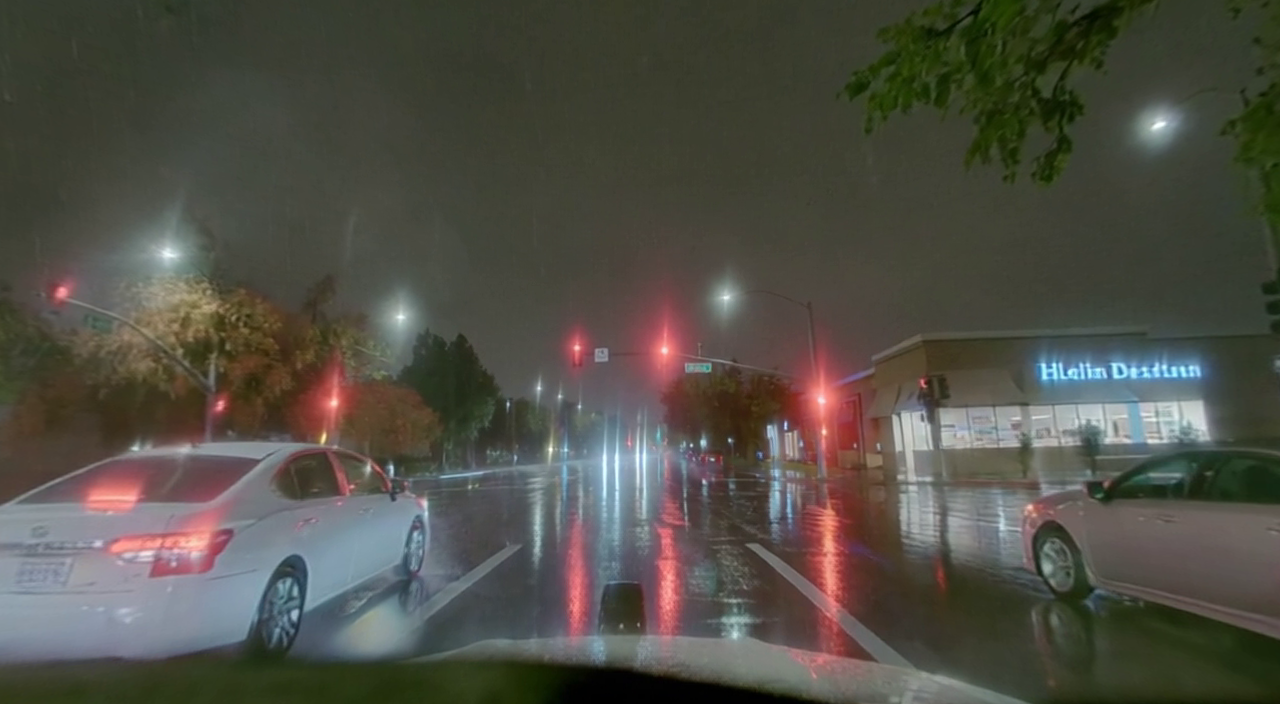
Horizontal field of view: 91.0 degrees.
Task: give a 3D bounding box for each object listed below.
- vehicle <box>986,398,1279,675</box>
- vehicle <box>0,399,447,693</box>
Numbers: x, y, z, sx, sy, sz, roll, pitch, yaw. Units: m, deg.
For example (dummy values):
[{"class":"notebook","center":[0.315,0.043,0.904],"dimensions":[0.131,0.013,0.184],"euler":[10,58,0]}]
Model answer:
[{"class":"vehicle","center":[4.902,1.260,4.746],"dimensions":[2.039,1.655,4.495],"euler":[0,-9,1]},{"class":"vehicle","center":[-3.443,1.402,5.724],"dimensions":[1.947,1.627,4.248],"euler":[0,-9,1]}]
